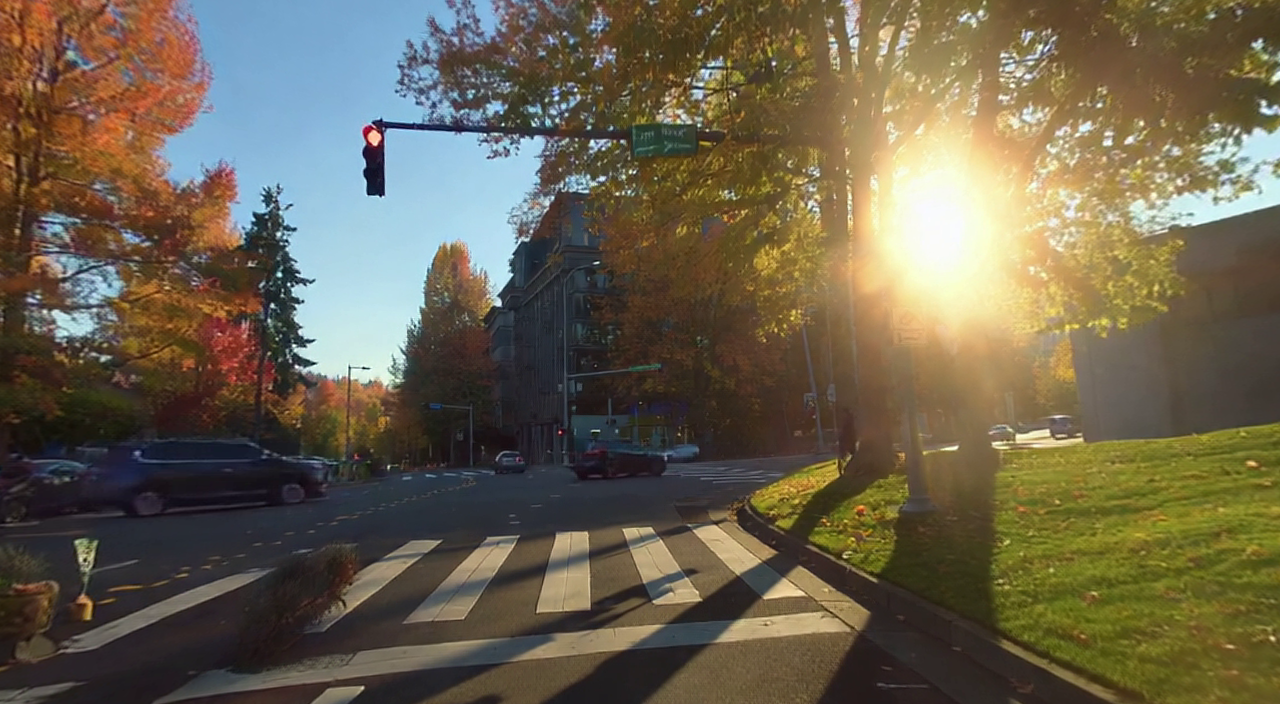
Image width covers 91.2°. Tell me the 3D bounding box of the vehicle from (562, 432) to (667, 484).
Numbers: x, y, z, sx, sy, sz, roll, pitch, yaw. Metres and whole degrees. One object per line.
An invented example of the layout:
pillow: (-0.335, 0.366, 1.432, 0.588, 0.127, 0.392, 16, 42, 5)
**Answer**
vehicle: (-0.954, 4.324, 25.772, 1.942, 1.920, 4.263, -8, -11, 39)

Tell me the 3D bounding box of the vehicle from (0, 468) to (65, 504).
vehicle: (-30.309, 6.459, 30.363, 1.800, 1.520, 3.968, 2, -9, -13)

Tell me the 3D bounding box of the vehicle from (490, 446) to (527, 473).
vehicle: (-8.846, 7.249, 42.397, 1.832, 1.674, 3.805, 0, -9, -2)

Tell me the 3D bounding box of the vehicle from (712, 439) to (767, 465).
vehicle: (7.012, 6.994, 43.920, 1.867, 1.743, 4.259, -8, -11, 40)

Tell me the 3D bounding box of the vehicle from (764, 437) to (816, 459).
vehicle: (11.969, 7.653, 49.913, 1.979, 1.659, 4.907, -8, -11, 39)

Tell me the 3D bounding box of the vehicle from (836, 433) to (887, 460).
vehicle: (16.163, 6.873, 45.602, 1.988, 1.853, 4.314, -8, -11, 40)

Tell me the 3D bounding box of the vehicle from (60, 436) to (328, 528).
vehicle: (-10.557, 3.009, 15.237, 2.036, 1.849, 4.811, -7, -11, 39)
